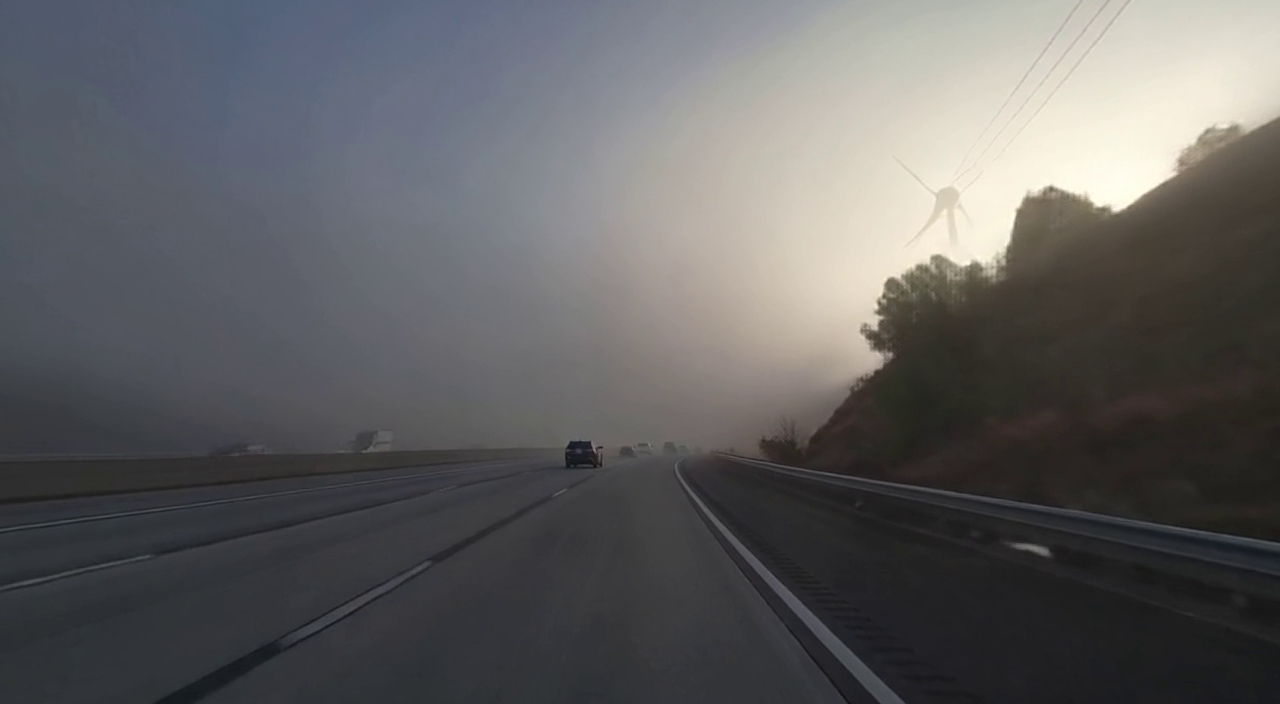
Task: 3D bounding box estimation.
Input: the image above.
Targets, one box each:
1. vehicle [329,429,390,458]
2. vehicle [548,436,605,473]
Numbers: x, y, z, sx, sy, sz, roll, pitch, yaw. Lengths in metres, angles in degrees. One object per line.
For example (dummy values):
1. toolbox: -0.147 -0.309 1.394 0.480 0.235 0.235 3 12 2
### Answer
1. vehicle: -20.733 6.808 46.788 2.017 2.074 5.126 0 -9 2
2. vehicle: -3.022 5.030 31.114 2.118 1.702 4.355 0 -9 3
